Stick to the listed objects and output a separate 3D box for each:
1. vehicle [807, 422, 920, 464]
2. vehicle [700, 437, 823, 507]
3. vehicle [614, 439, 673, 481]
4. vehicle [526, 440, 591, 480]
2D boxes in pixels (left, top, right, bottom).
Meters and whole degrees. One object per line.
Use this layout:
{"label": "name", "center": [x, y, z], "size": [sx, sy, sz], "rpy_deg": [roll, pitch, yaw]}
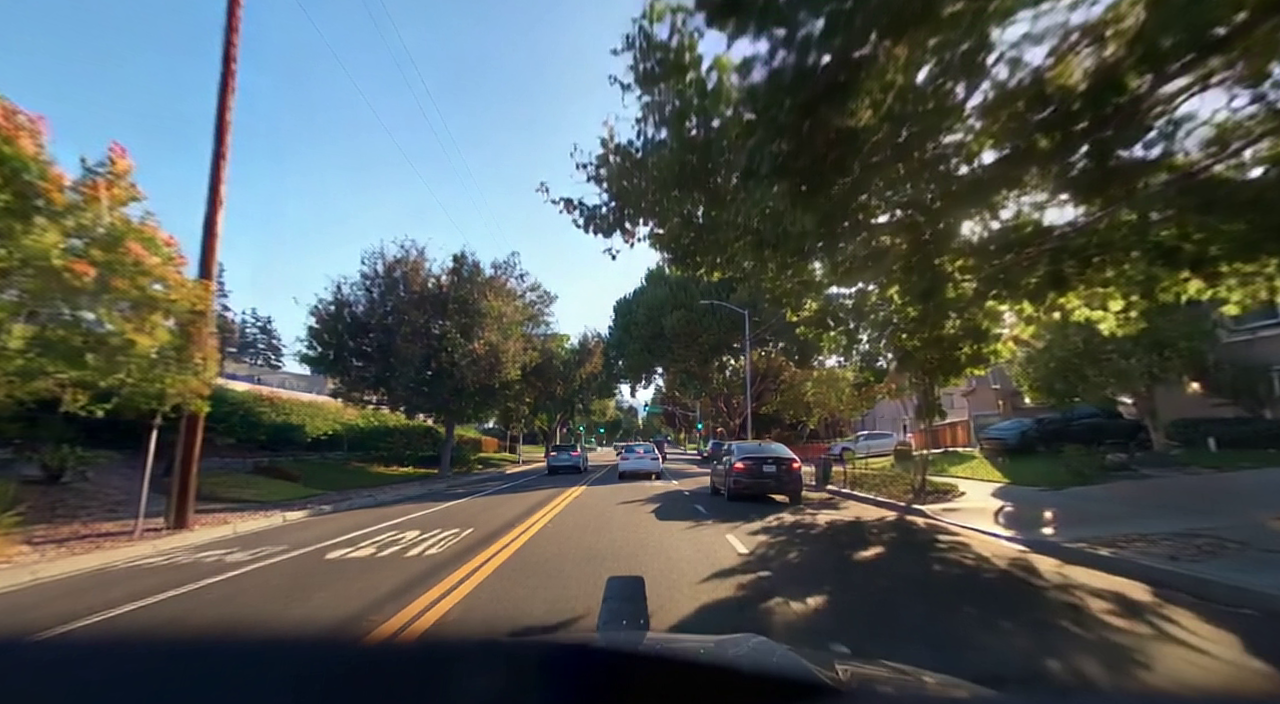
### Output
{"label": "vehicle", "center": [13.702, 5.614, 38.945], "size": [5.929, 1.970, 2.381], "rpy_deg": [-4, -8, -2]}
{"label": "vehicle", "center": [2.837, 2.921, 15.866], "size": [2.158, 1.483, 4.415], "rpy_deg": [0, -8, 0]}
{"label": "vehicle", "center": [0.124, 4.161, 24.658], "size": [2.101, 1.467, 4.210], "rpy_deg": [0, -8, 0]}
{"label": "vehicle", "center": [-3.246, 4.381, 25.895], "size": [2.012, 1.505, 4.205], "rpy_deg": [0, -8, 1]}
